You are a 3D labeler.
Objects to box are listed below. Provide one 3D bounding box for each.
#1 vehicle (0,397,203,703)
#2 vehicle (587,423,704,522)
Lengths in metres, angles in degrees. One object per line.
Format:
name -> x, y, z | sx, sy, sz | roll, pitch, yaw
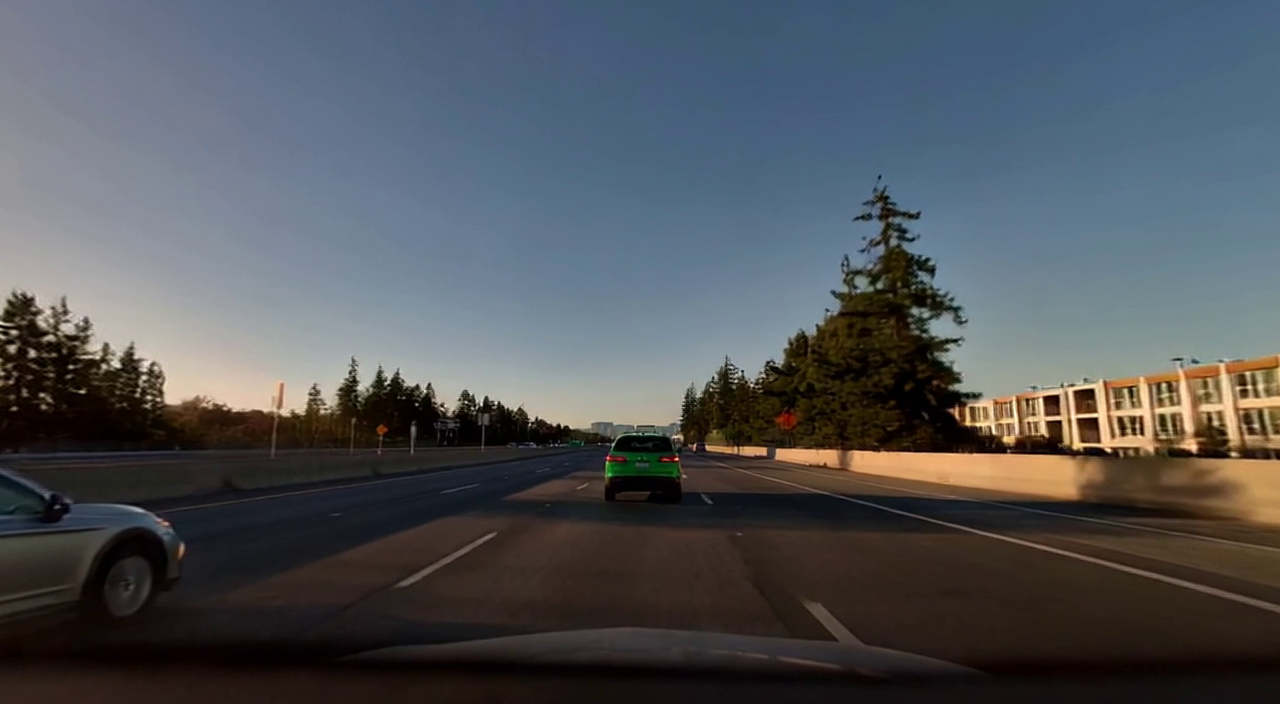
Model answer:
vehicle -> -4.006, 0.837, 2.088 | 1.969, 1.520, 4.190 | 0, -9, 2
vehicle -> 0.149, 2.511, 13.609 | 2.111, 1.742, 4.315 | 0, -9, 1
